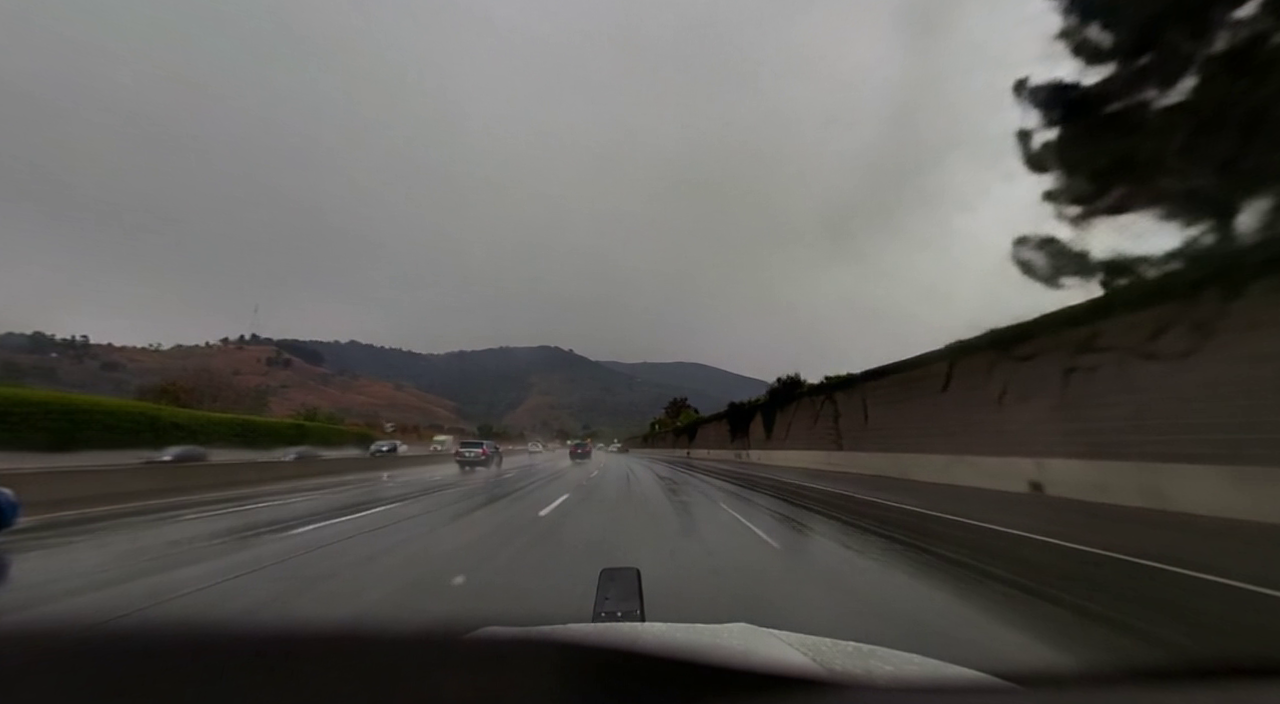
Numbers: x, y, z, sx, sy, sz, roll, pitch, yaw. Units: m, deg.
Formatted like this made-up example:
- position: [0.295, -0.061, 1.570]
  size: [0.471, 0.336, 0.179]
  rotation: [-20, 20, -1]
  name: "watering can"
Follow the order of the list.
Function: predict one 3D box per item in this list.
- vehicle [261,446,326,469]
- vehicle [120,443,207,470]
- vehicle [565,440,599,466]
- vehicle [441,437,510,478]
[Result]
- position: [-23.636, 7.179, 43.321]
  size: [1.890, 1.475, 4.592]
  rotation: [0, -9, 0]
  name: "vehicle"
- position: [-31.202, 6.846, 41.551]
  size: [1.945, 1.641, 4.947]
  rotation: [0, -9, -1]
  name: "vehicle"
- position: [-4.060, 7.159, 44.776]
  size: [2.115, 1.713, 4.263]
  rotation: [0, -9, -2]
  name: "vehicle"
- position: [-7.738, 4.982, 30.181]
  size: [2.074, 1.768, 4.805]
  rotation: [0, -9, -1]
  name: "vehicle"
